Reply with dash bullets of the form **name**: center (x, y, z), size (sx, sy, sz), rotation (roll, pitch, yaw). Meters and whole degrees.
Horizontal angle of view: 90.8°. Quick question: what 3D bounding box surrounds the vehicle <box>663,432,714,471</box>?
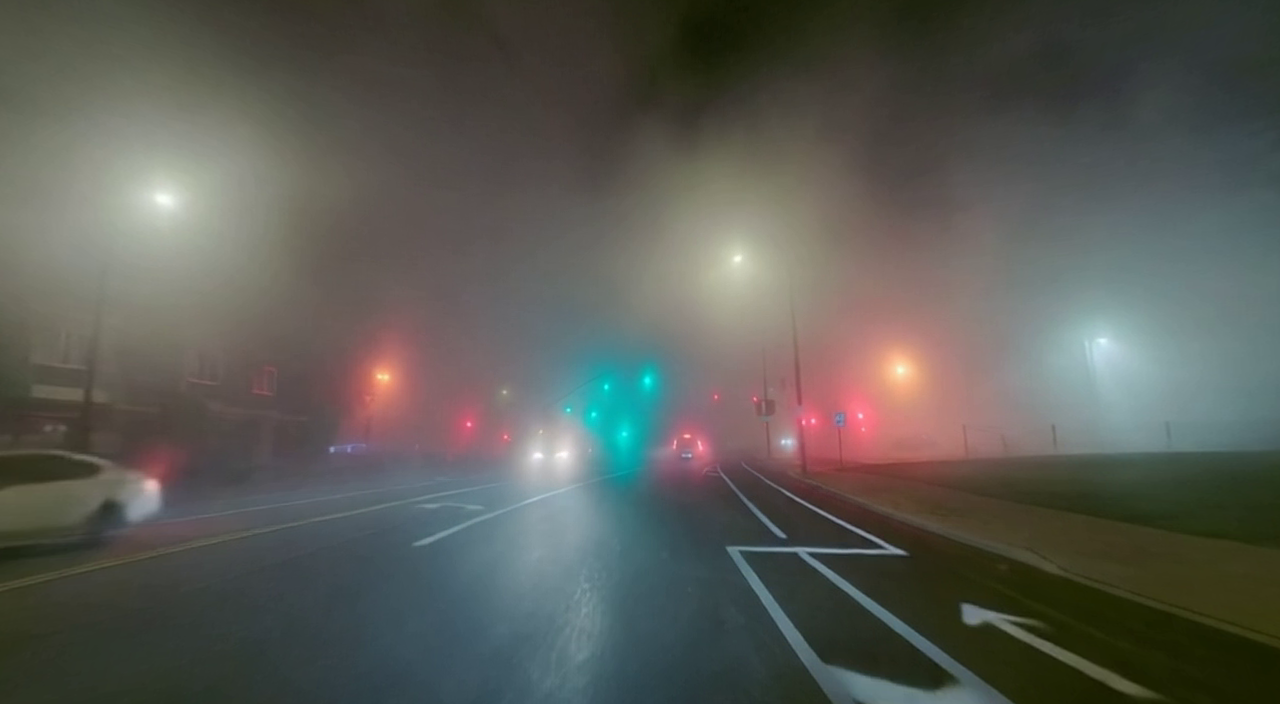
- **vehicle**: center (2.578, 5.088, 32.516), size (2.230, 1.827, 4.298), rotation (-1, -8, 10)

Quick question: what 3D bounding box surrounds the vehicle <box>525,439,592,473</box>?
- **vehicle**: center (-4.296, 5.577, 34.318), size (2.183, 1.699, 4.974), rotation (-2, -8, 11)

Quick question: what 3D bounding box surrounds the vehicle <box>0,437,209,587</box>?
- **vehicle**: center (-7.373, 1.677, 6.846), size (1.939, 1.484, 4.645), rotation (0, -8, 3)
